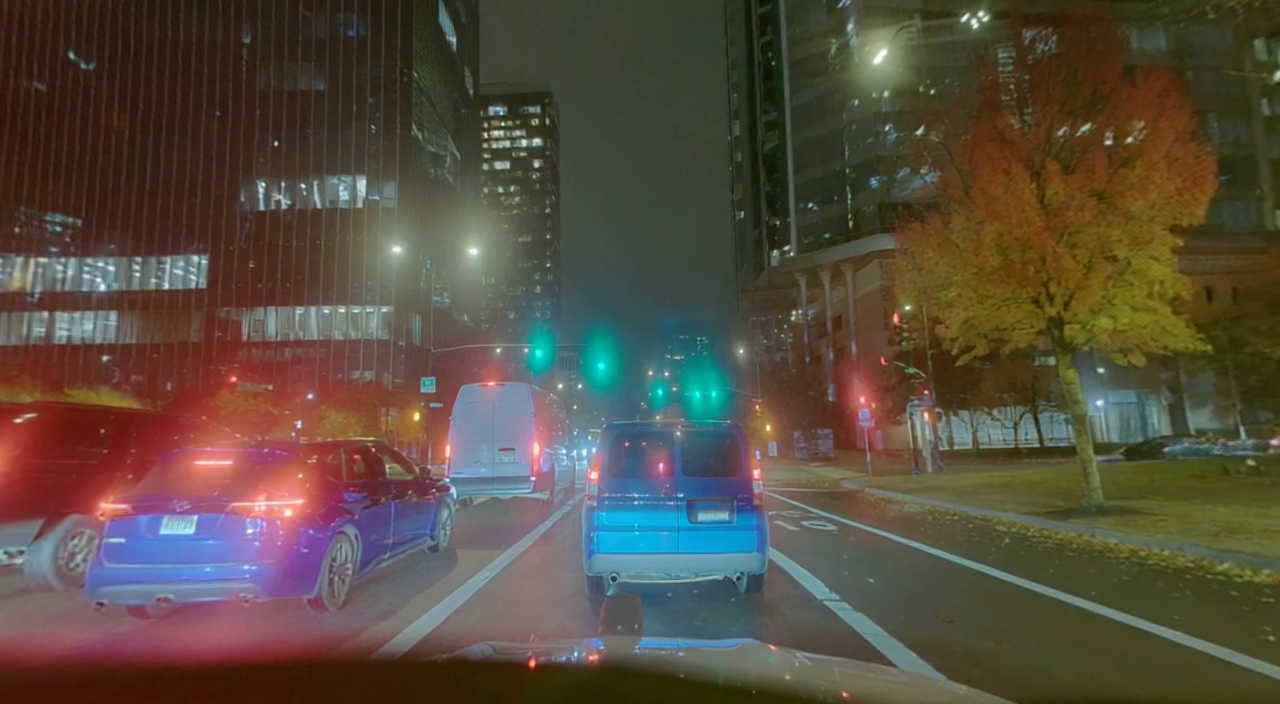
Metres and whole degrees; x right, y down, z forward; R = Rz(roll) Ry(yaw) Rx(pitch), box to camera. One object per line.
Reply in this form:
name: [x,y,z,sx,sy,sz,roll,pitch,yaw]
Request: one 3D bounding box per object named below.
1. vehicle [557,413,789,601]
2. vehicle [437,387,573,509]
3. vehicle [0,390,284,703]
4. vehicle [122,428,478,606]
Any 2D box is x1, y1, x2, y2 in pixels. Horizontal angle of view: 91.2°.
vehicle: [0.197,1.600,7.220,1.979,1.562,3.630,0,-9,-3]
vehicle: [-3.251,2.536,16.601,2.343,2.635,5.684,0,-9,0]
vehicle: [-2.901,0.814,1.507,1.893,1.491,3.798,0,-9,-1]
vehicle: [-3.482,1.757,7.577,1.955,1.499,4.223,0,-9,0]
